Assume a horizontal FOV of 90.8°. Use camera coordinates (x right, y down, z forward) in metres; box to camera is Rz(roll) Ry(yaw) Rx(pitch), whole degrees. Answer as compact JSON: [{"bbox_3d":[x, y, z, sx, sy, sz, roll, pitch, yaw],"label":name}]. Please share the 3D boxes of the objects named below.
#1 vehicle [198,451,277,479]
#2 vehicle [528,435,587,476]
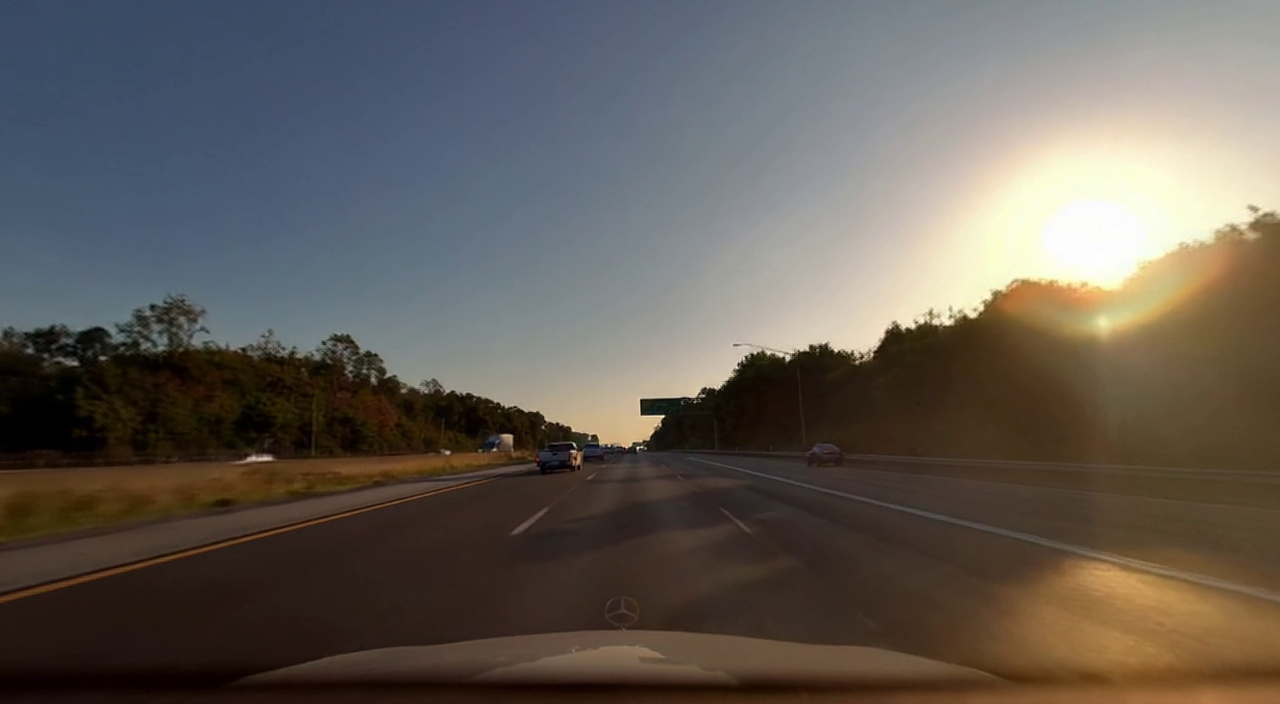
[{"bbox_3d":[-25.584,7.181,40.369,1.980,1.610,4.674,0,-9,0],"label":"vehicle"},{"bbox_3d":[-3.749,4.791,29.413,2.114,1.774,4.427,0,-9,0],"label":"vehicle"}]
